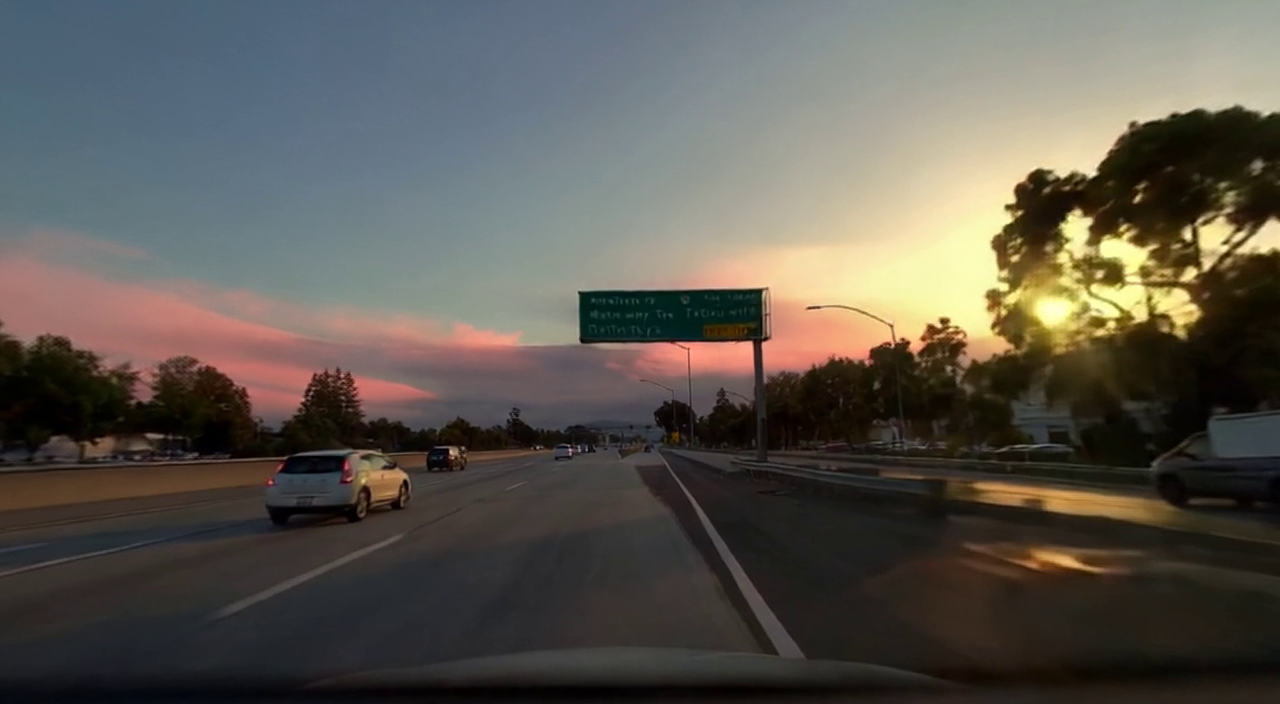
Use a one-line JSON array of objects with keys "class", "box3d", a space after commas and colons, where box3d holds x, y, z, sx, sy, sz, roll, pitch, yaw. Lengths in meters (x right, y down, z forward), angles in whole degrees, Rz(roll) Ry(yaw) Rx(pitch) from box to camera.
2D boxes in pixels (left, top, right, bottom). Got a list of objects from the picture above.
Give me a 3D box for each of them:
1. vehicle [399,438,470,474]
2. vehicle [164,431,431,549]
[{"class": "vehicle", "box3d": [-10.532, 5.376, 32.849, 2.126, 1.671, 5.173, 0, -8, -2]}, {"class": "vehicle", "box3d": [-5.162, 2.113, 10.500, 1.940, 1.479, 4.777, 0, -8, -2]}]
